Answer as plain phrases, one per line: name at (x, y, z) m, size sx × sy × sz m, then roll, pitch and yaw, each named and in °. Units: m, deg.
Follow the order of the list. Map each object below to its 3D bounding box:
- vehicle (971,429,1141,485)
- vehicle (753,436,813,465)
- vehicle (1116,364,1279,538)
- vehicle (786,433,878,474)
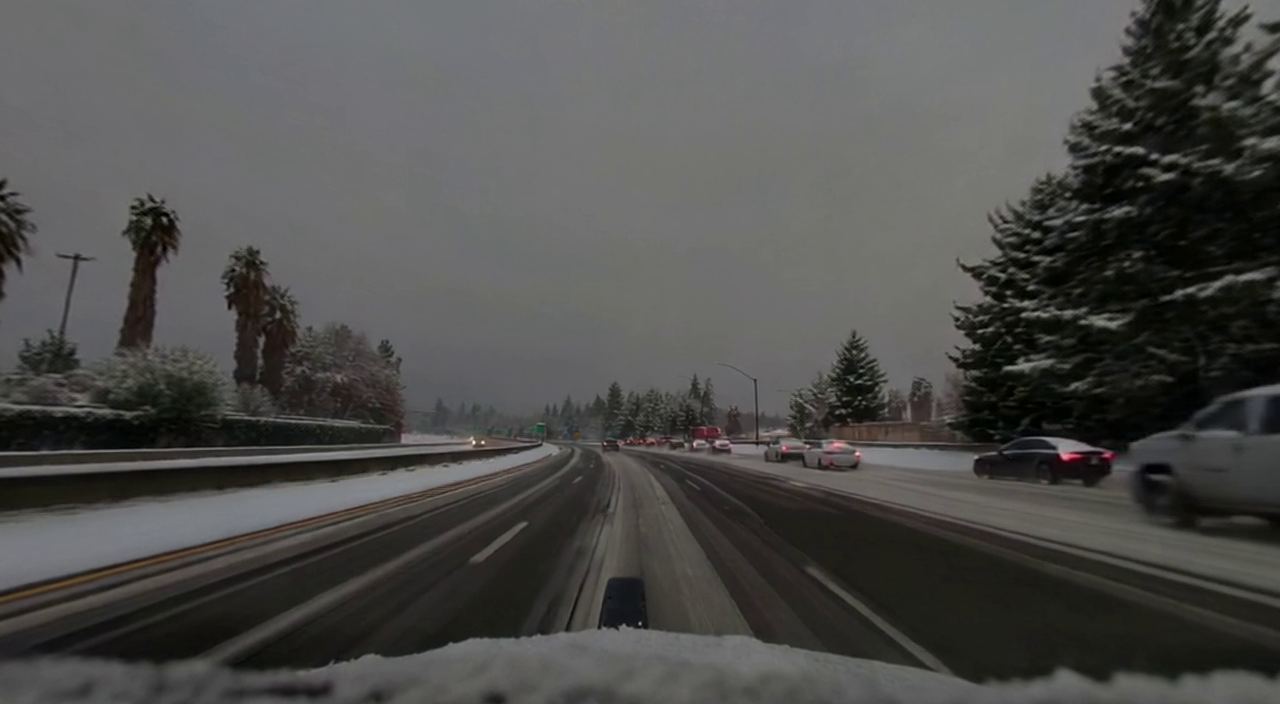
vehicle at (12.410, 3.158, 19.295) m, size 1.846 × 1.480 × 4.752 m, roll 0°, pitch -8°, yaw -2°
vehicle at (7.638, 5.305, 34.146) m, size 1.947 × 1.452 × 4.696 m, roll 0°, pitch -8°, yaw -3°
vehicle at (8.645, 0.989, 6.317) m, size 2.622 × 1.977 × 6.537 m, roll -1°, pitch -8°, yaw 0°
vehicle at (7.649, 4.102, 25.642) m, size 2.110 × 1.481 × 4.511 m, roll 0°, pitch -8°, yaw -3°
